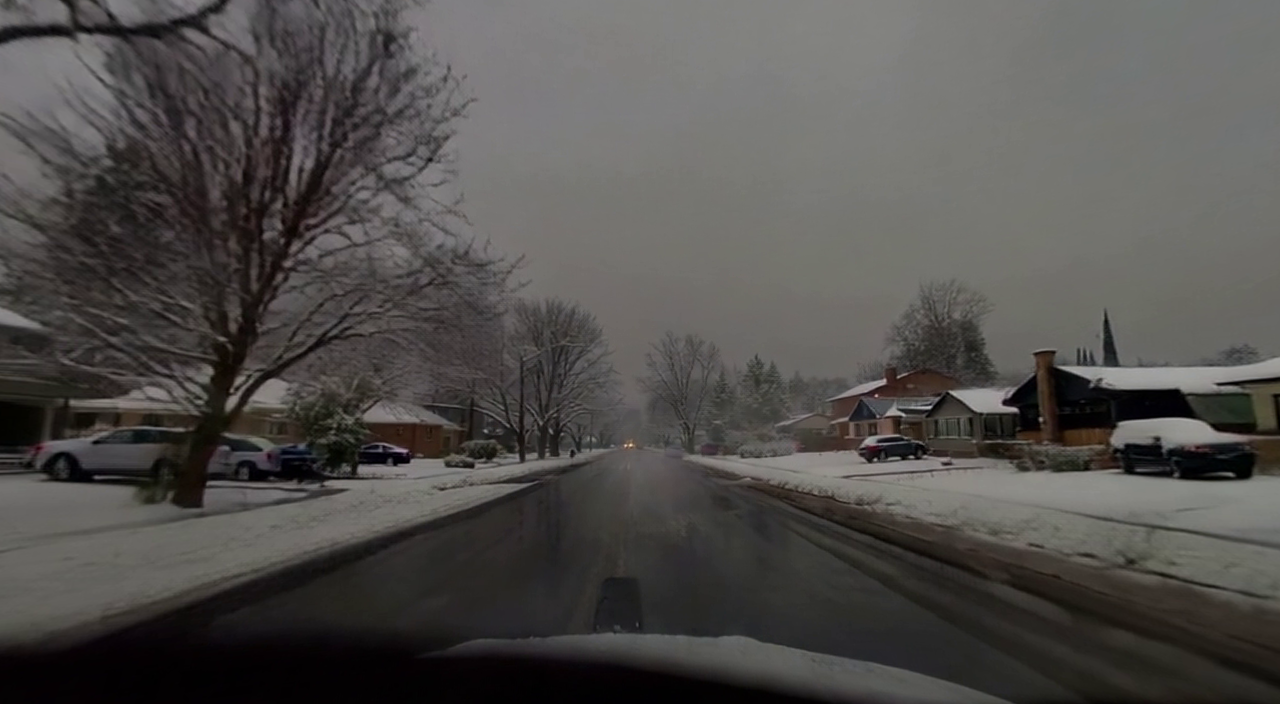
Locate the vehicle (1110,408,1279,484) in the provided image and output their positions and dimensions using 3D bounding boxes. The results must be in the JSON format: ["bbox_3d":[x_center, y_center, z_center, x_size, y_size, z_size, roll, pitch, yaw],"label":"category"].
[{"bbox_3d":[16.021,2.762,18.504,2.288,1.880,4.939,-4,-9,23],"label":"vehicle"}]

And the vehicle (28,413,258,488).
[{"bbox_3d":[-15.538,3.091,19.975,2.575,2.031,5.155,-7,-11,39],"label":"vehicle"}]

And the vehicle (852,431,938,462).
[{"bbox_3d":[15.334,5.667,37.868,4.468,1.728,2.135,3,-8,-20],"label":"vehicle"}]

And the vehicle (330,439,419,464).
[{"bbox_3d":[-15.724,5.913,37.443,4.351,1.474,2.015,0,-9,-2],"label":"vehicle"}]
